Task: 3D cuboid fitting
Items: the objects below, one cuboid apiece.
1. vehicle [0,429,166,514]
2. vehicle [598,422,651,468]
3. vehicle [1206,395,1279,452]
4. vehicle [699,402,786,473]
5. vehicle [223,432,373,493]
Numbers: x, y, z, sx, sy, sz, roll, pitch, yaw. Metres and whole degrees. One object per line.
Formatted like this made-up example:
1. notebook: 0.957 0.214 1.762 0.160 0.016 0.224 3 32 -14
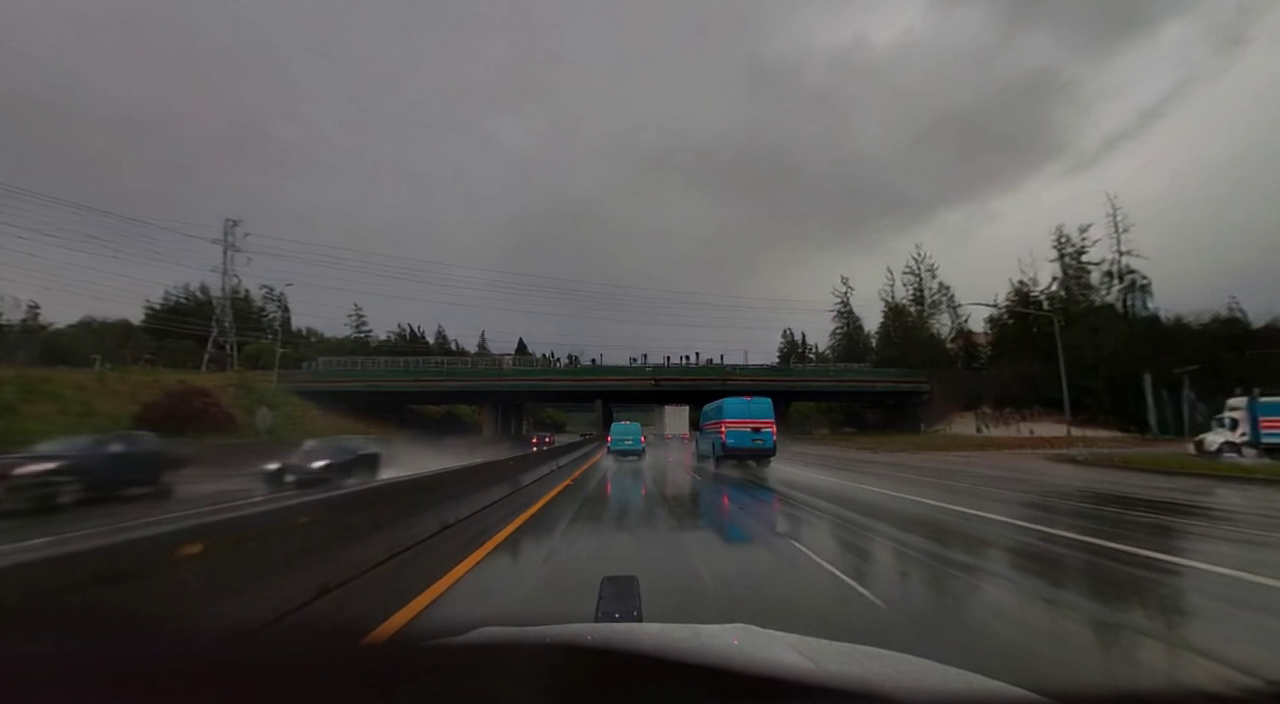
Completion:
1. vehicle: -13.834 2.671 14.702 2.056 1.689 4.491 0 -8 -1
2. vehicle: -0.650 3.900 26.629 2.073 1.750 4.116 0 -8 -2
3. vehicle: 45.063 5.367 46.878 3.543 3.992 2.997 -5 -9 30
4. vehicle: 3.924 3.436 25.344 2.387 2.506 5.374 0 -8 -2
5. vehicle: -9.495 3.069 17.985 1.952 1.507 4.281 0 -8 -1
